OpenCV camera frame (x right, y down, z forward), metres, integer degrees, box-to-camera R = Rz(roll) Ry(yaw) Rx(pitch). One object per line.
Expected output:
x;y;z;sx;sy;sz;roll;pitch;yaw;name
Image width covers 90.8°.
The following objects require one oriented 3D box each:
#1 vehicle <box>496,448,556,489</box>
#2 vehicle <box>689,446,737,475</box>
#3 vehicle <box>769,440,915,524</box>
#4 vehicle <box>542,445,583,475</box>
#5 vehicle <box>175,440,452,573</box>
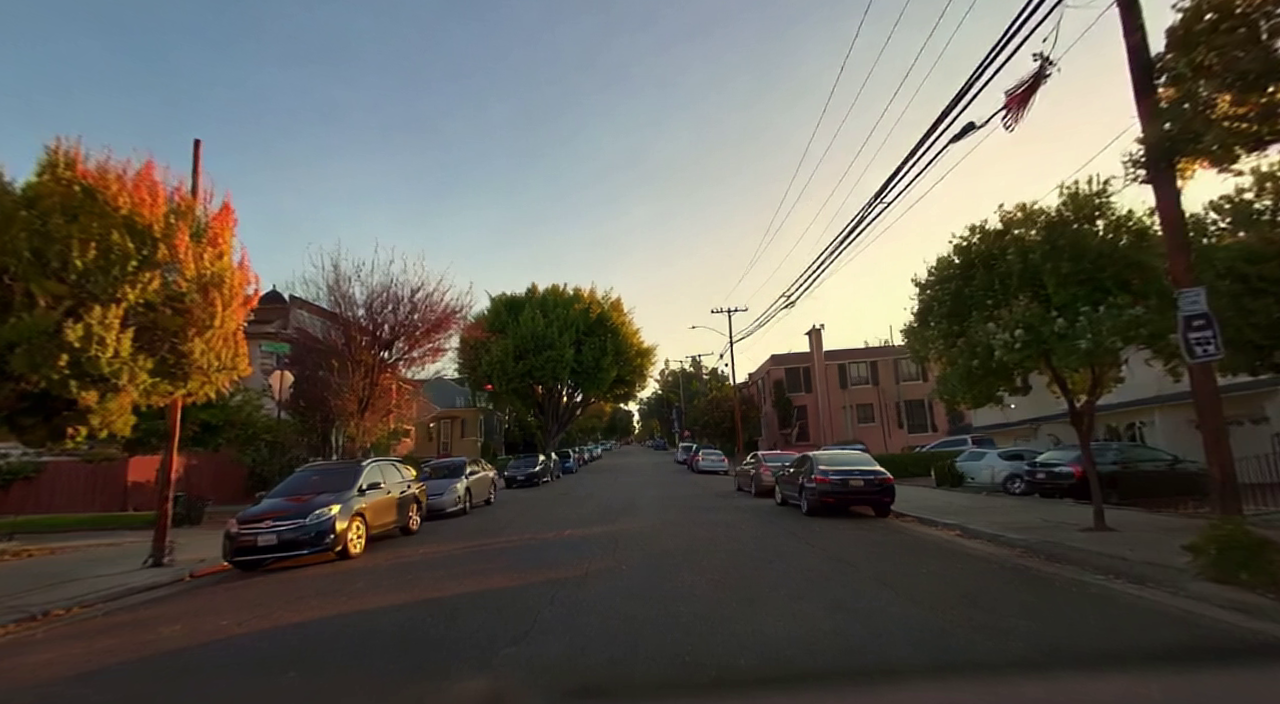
-5.242;5.406;29.710;2.032;1.716;4.382;0;-8;-1;vehicle
4.120;6.196;36.346;2.174;1.504;4.809;0;-8;0;vehicle
4.323;2.810;14.314;1.864;1.592;4.221;0;-8;-1;vehicle
-5.501;7.733;45.644;2.184;1.958;5.757;0;-9;0;vehicle
-5.261;2.499;11.251;2.360;1.772;4.907;-1;-8;-1;vehicle
